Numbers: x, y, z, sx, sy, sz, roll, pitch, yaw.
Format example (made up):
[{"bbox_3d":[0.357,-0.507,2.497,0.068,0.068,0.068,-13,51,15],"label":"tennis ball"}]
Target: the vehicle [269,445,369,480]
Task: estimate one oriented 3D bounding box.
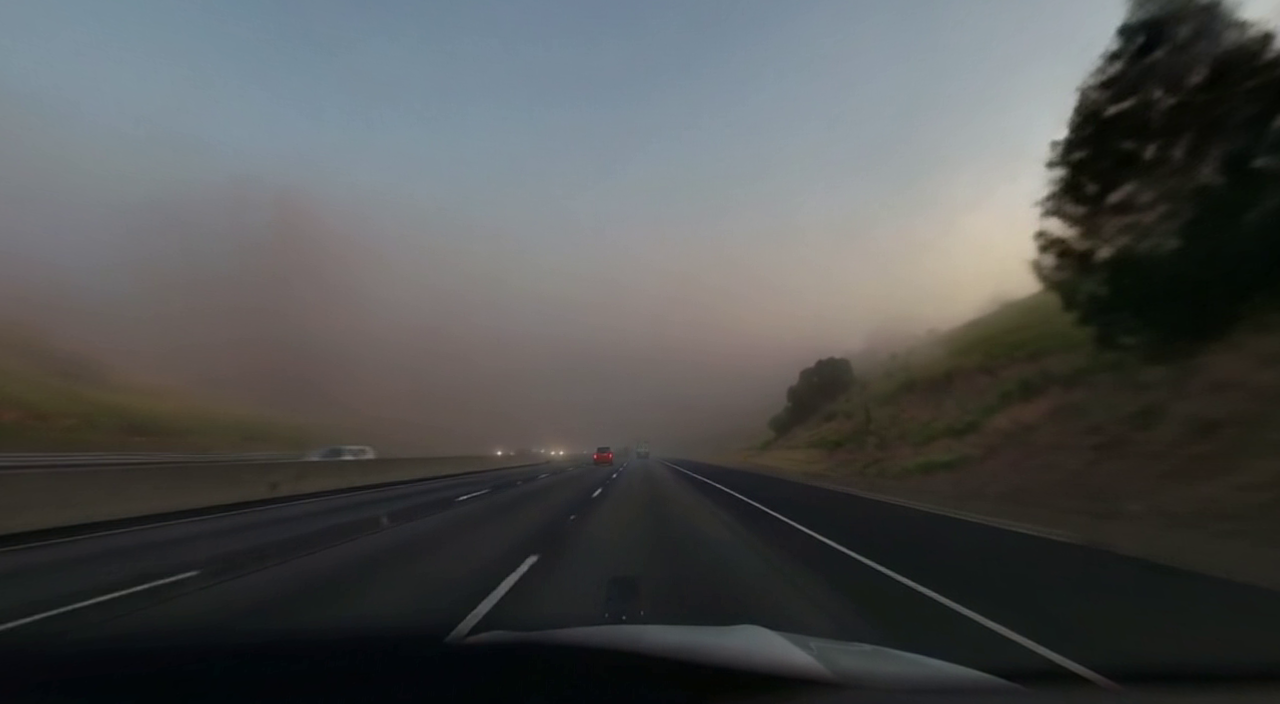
[{"bbox_3d":[-14.953,5.149,29.703,2.188,1.465,4.763,0,-9,0],"label":"vehicle"}]
